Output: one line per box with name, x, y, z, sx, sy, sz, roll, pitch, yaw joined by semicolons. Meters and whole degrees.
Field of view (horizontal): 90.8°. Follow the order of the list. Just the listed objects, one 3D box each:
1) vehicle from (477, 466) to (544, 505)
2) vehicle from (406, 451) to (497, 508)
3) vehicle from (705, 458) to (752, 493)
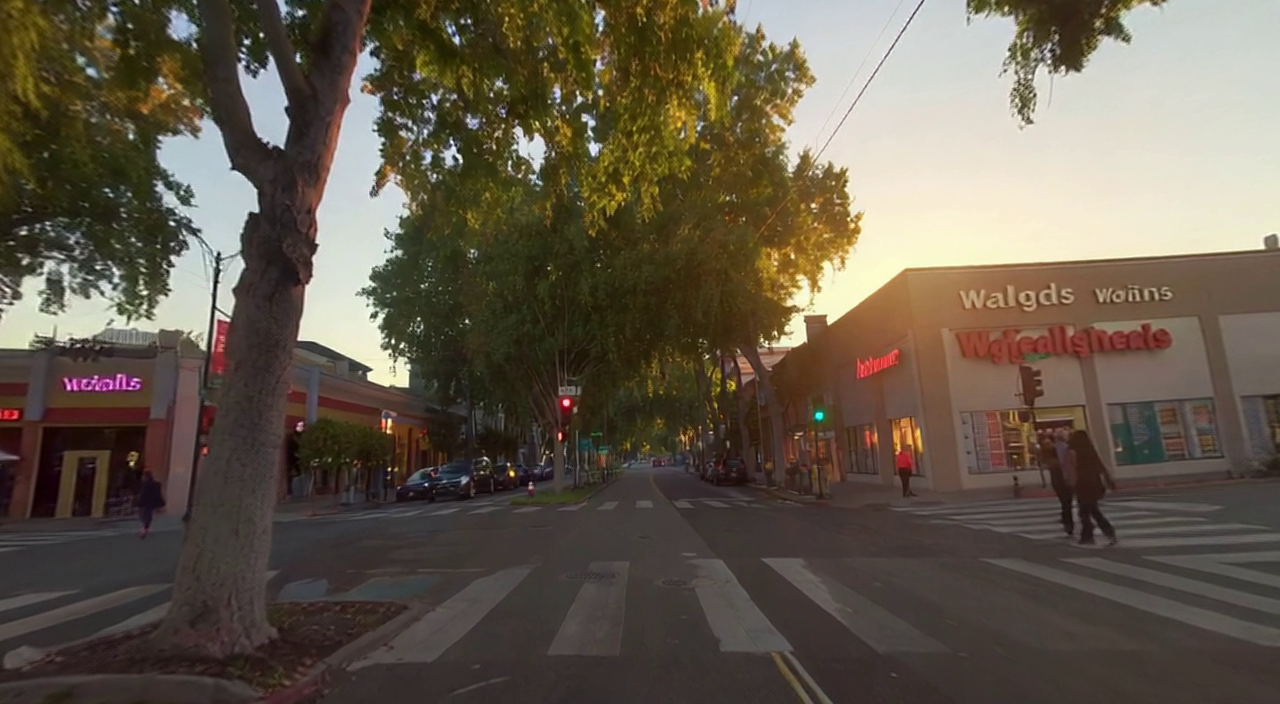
vehicle;-5.743;5.943;28.512;1.983;1.438;4.559;0;-8;1
vehicle;-8.809;5.967;30.211;2.489;2.323;5.843;0;-8;0
vehicle;5.187;7.275;37.623;2.010;1.844;4.386;0;-8;-2
